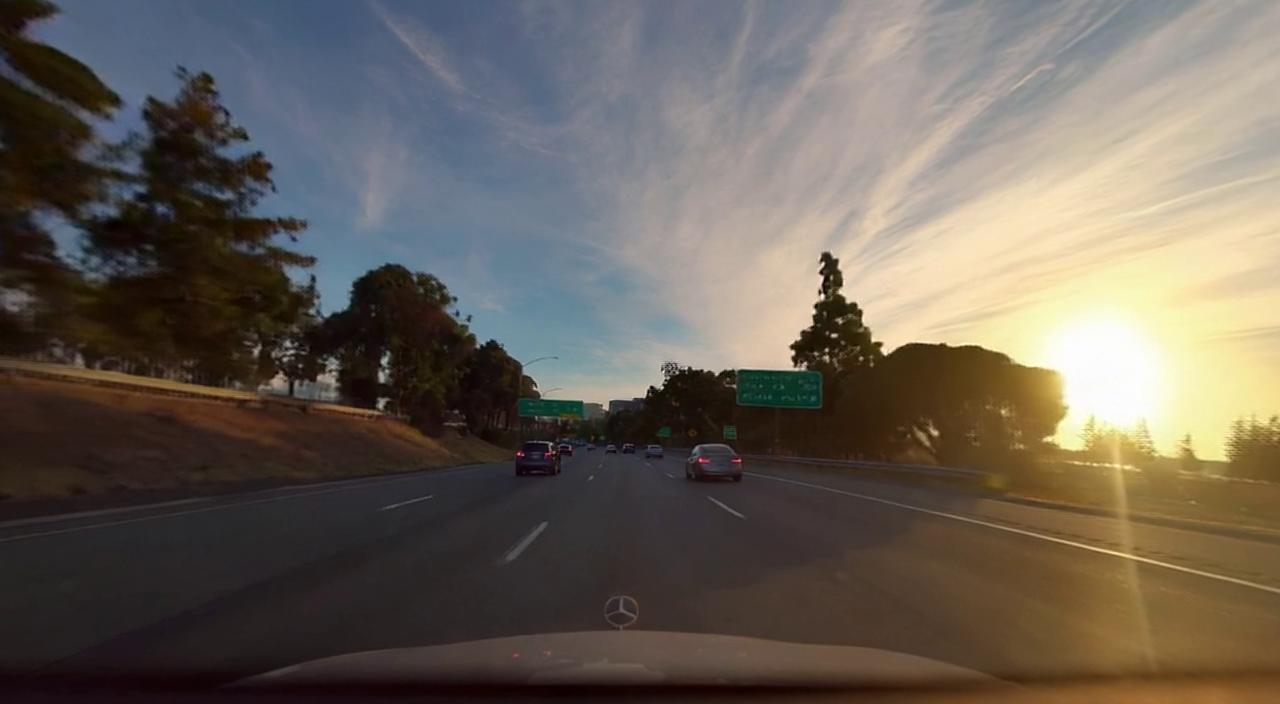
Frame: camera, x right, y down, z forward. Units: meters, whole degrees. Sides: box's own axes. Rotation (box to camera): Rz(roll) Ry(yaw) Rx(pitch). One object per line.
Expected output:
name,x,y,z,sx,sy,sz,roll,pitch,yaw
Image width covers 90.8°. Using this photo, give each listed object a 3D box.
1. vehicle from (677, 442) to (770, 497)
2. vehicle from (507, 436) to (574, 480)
vehicle,2.358,3.443,19.036,1.947,1.437,4.345,1,-8,-4
vehicle,-4.166,4.524,27.247,2.244,1.755,4.417,0,-8,-1
